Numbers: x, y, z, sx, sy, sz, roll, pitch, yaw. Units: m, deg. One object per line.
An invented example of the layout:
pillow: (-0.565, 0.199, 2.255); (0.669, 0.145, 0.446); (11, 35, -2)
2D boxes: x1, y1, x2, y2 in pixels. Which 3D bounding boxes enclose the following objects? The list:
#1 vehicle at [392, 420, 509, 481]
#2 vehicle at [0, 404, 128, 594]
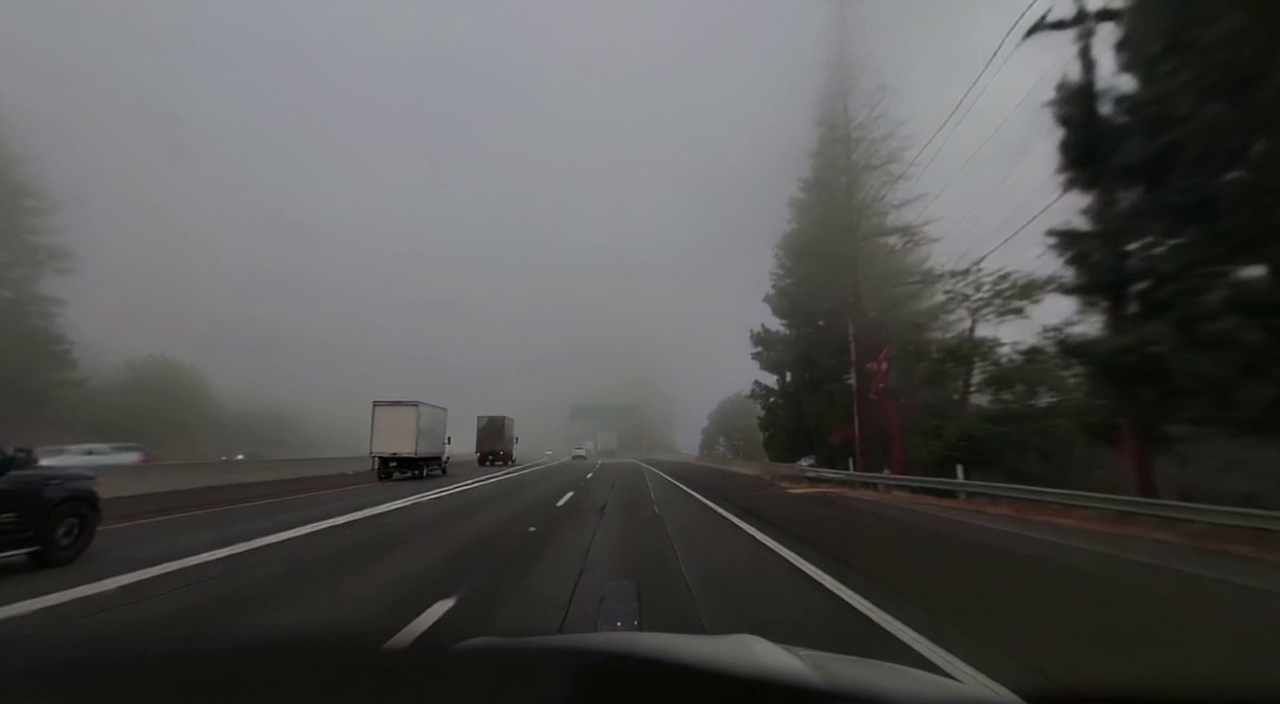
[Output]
vehicle: (-9.908, 5.430, 35.327); (3.270, 2.674, 14.547); (1, -8, -5)
vehicle: (-7.073, 1.225, 4.828); (2.093, 1.785, 5.303); (0, -8, -3)
